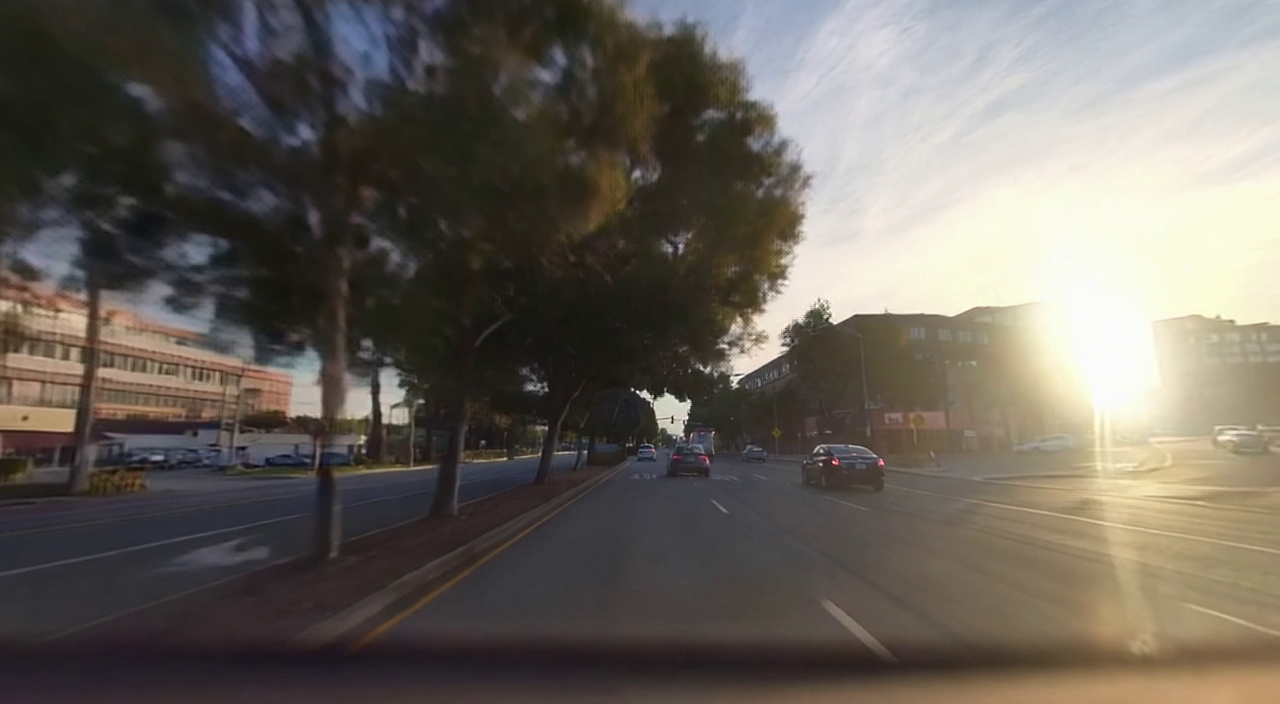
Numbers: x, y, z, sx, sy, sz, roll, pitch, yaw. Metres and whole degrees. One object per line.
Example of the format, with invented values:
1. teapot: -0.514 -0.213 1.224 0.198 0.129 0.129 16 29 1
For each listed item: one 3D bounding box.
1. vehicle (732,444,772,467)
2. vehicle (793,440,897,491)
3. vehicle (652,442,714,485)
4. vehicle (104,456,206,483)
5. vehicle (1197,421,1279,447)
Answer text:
1. vehicle: 7.555 7.025 42.723 1.930 1.479 4.477 0 -8 1
2. vehicle: 6.614 3.702 20.813 1.918 1.484 4.456 0 -8 0
3. vehicle: 1.550 4.255 24.337 1.971 1.479 4.493 0 -8 -2
4. vehicle: -29.054 7.001 37.655 4.510 1.504 2.005 -1 -8 3
5. vehicle: 46.352 6.359 48.396 2.078 1.893 5.228 0 -8 1
